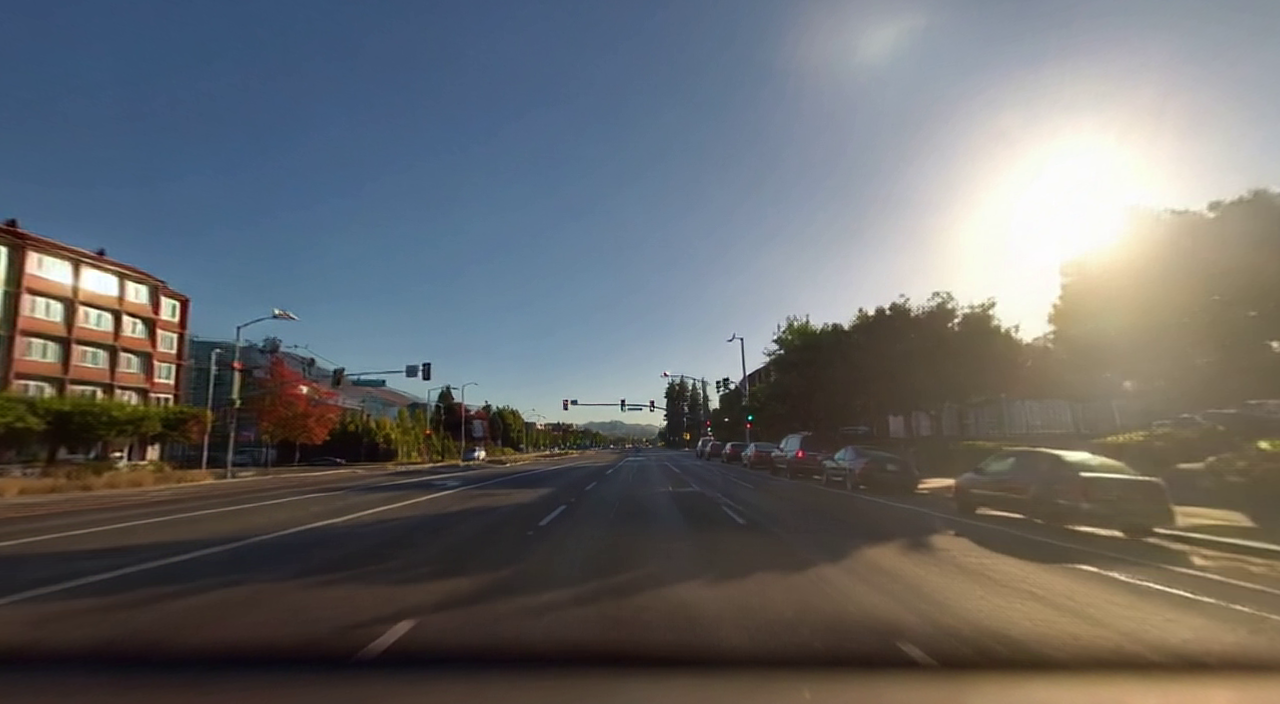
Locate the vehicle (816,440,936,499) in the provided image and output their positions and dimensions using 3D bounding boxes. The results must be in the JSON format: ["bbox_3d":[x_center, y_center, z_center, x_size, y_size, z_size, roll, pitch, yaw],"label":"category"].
[{"bbox_3d":[6.796,3.415,18.664,1.863,1.512,4.525,0,-9,1],"label":"vehicle"}]

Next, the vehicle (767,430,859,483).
[{"bbox_3d":[6.719,4.147,25.072,2.169,1.876,4.931,0,-9,-1],"label":"vehicle"}]

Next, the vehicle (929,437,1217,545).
[{"bbox_3d":[6.968,2.247,10.857,1.864,1.466,4.352,0,-9,0],"label":"vehicle"}]
